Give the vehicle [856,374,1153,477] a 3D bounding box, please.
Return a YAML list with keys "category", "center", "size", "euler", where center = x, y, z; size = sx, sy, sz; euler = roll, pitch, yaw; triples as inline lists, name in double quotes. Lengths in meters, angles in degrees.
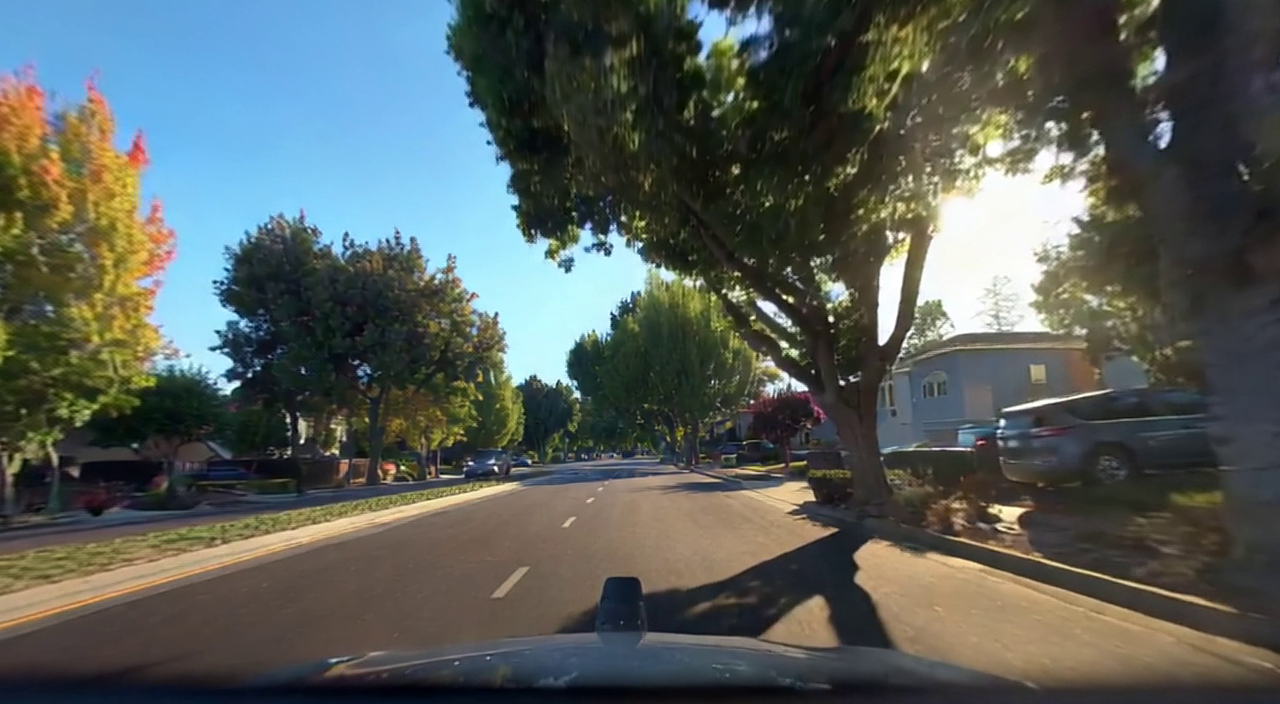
- category: "vehicle"
  center: [17.486, 3.634, 30.951]
  size: [12.151, 4.157, 3.709]
  euler: [-1, -15, -6]
